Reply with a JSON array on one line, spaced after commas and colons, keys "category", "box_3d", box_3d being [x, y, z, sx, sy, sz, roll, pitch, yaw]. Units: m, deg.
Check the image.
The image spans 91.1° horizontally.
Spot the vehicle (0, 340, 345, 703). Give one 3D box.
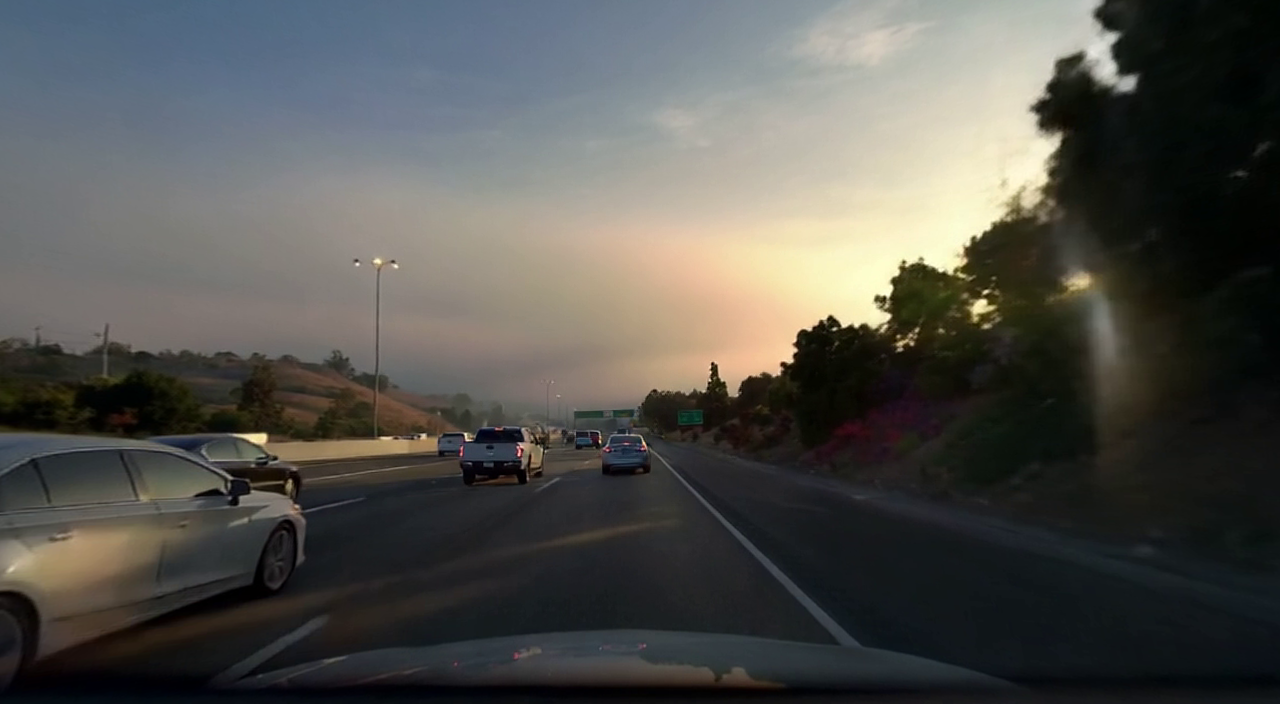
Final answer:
[{"category": "vehicle", "box_3d": [-3.854, 0.947, 3.757, 2.107, 1.703, 4.274, 0, -8, 0]}]

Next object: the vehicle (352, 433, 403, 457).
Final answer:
[{"category": "vehicle", "box_3d": [-20.168, 7.156, 48.514, 2.039, 1.717, 4.349, 0, -8, 0]}]

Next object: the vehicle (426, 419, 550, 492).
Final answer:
[{"category": "vehicle", "box_3d": [-3.868, 2.717, 16.961, 2.154, 1.690, 4.595, 0, -8, 1]}]

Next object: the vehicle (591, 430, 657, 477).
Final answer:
[{"category": "vehicle", "box_3d": [-0.535, 3.440, 21.589, 2.070, 1.452, 3.834, 0, -8, -1]}]
